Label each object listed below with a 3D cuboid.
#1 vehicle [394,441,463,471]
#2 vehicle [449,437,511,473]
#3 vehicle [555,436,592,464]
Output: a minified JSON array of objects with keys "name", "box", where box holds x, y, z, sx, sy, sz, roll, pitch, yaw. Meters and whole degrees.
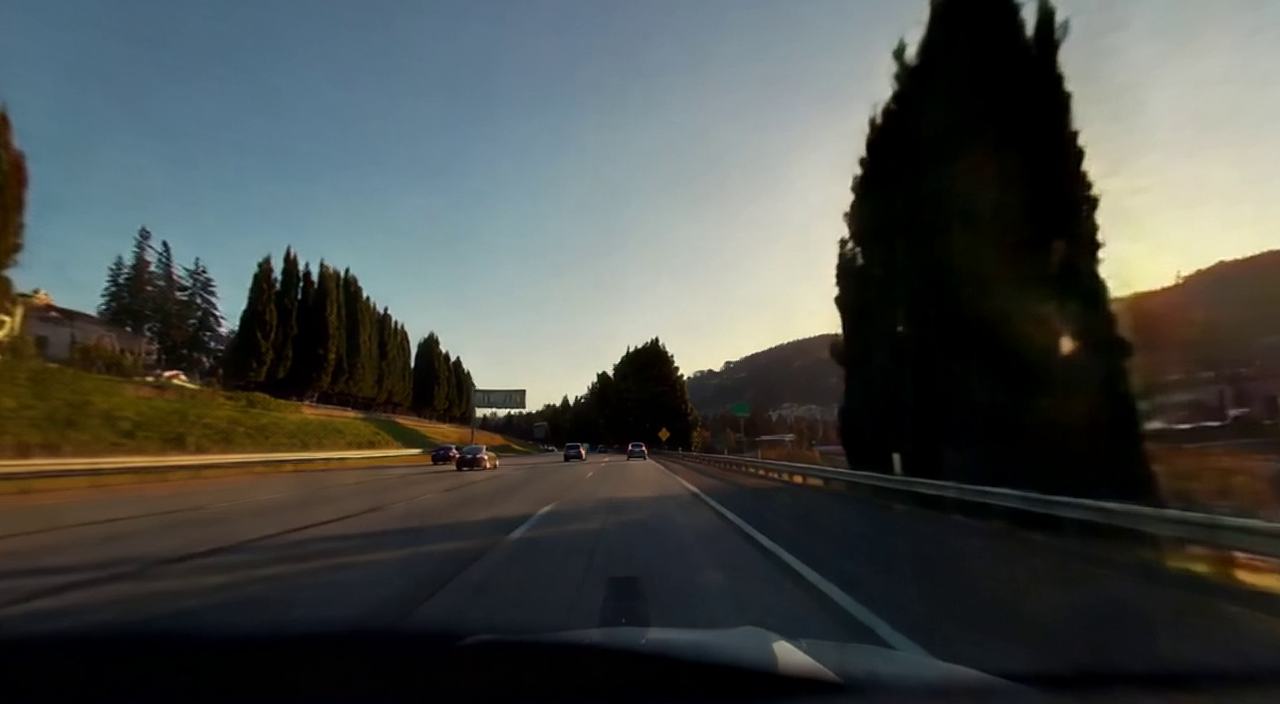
[{"name":"vehicle","box":[-11.555,5.691,34.725,2.100,1.537,5.092,0,-8,-1]},{"name":"vehicle","box":[-8.009,5.194,31.851,2.015,1.651,4.432,0,-8,-1]},{"name":"vehicle","box":[-4.429,6.629,42.611,2.138,1.833,4.622,0,-8,-2]}]
